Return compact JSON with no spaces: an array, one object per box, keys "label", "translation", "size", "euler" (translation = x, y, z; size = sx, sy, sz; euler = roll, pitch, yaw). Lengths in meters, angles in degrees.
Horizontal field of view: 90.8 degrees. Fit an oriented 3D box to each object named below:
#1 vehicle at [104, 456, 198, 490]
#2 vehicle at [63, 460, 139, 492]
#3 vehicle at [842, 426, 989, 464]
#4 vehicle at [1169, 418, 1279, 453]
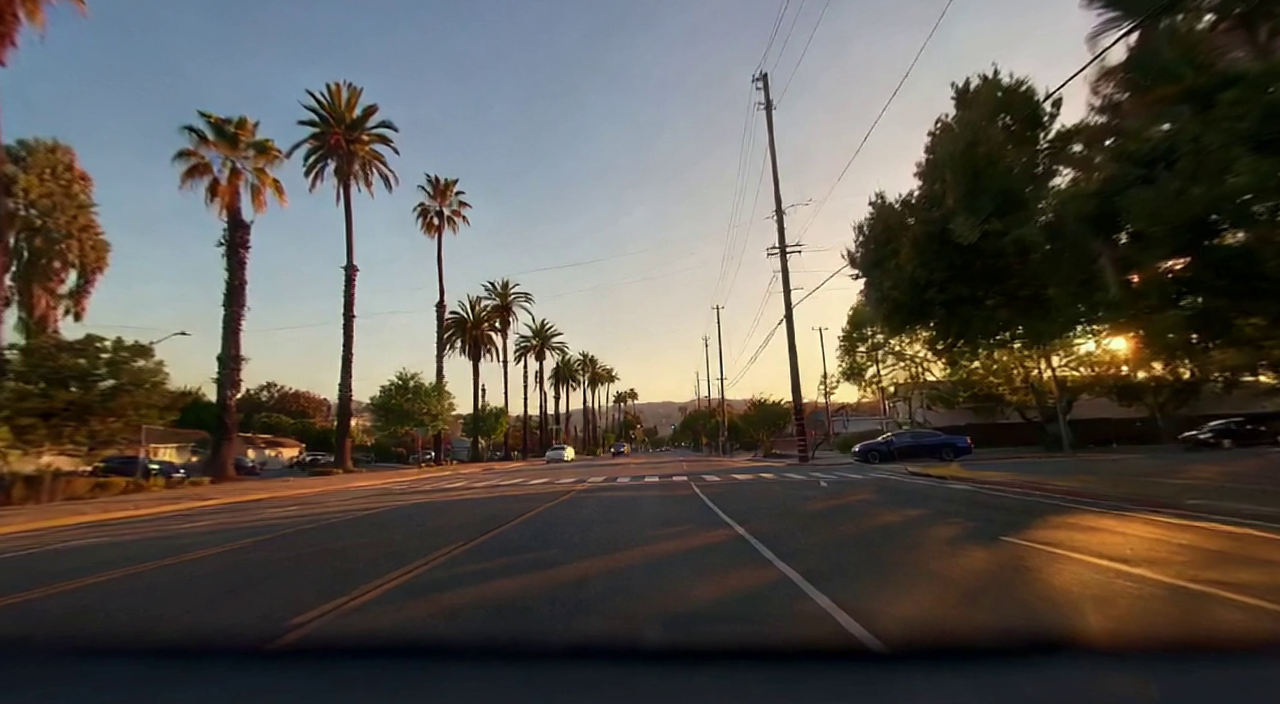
[{"label":"vehicle","translation":[-29.833,7.298,38.511],"size":[5.477,1.876,2.389],"euler":[-5,-11,29]},{"label":"vehicle","translation":[-30.354,6.918,35.546],"size":[4.255,1.647,2.004],"euler":[-6,-11,34]},{"label":"vehicle","translation":[13.211,4.524,30.665],"size":[5.981,1.680,2.327],"euler":[-1,-9,4]},{"label":"vehicle","translation":[31.063,4.374,32.903],"size":[5.062,1.742,1.976],"euler":[-1,-9,3]}]
